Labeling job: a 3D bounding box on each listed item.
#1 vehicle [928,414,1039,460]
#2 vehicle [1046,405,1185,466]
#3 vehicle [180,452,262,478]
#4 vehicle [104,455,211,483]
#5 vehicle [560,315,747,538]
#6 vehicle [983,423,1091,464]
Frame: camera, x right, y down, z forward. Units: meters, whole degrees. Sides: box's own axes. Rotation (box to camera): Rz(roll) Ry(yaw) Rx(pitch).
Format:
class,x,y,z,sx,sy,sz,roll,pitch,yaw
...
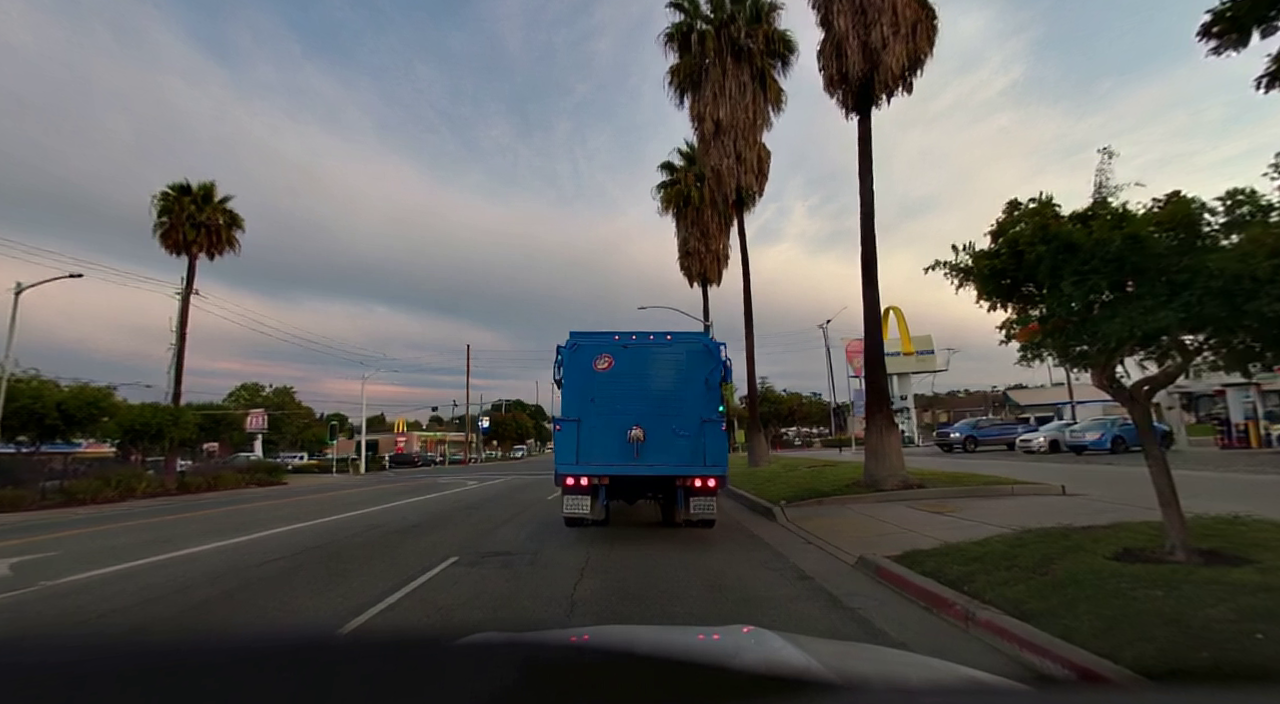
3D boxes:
class,x,y,z,sx,sy,sz,roll,pitch,yaw
vehicle,16.023,3.992,29.385,5.078,1.937,2.326,6,-10,-34
vehicle,15.785,2.736,20.915,4.472,1.730,1.939,2,-10,-31
vehicle,-27.898,7.534,42.222,4.303,1.567,2.021,4,-9,-27
vehicle,-27.588,6.670,36.326,4.493,1.453,1.912,4,-9,-27
vehicle,0.147,1.350,11.441,2.463,2.954,5.938,1,-7,-1
vehicle,15.260,3.516,24.255,4.105,1.433,1.931,6,-10,-34
